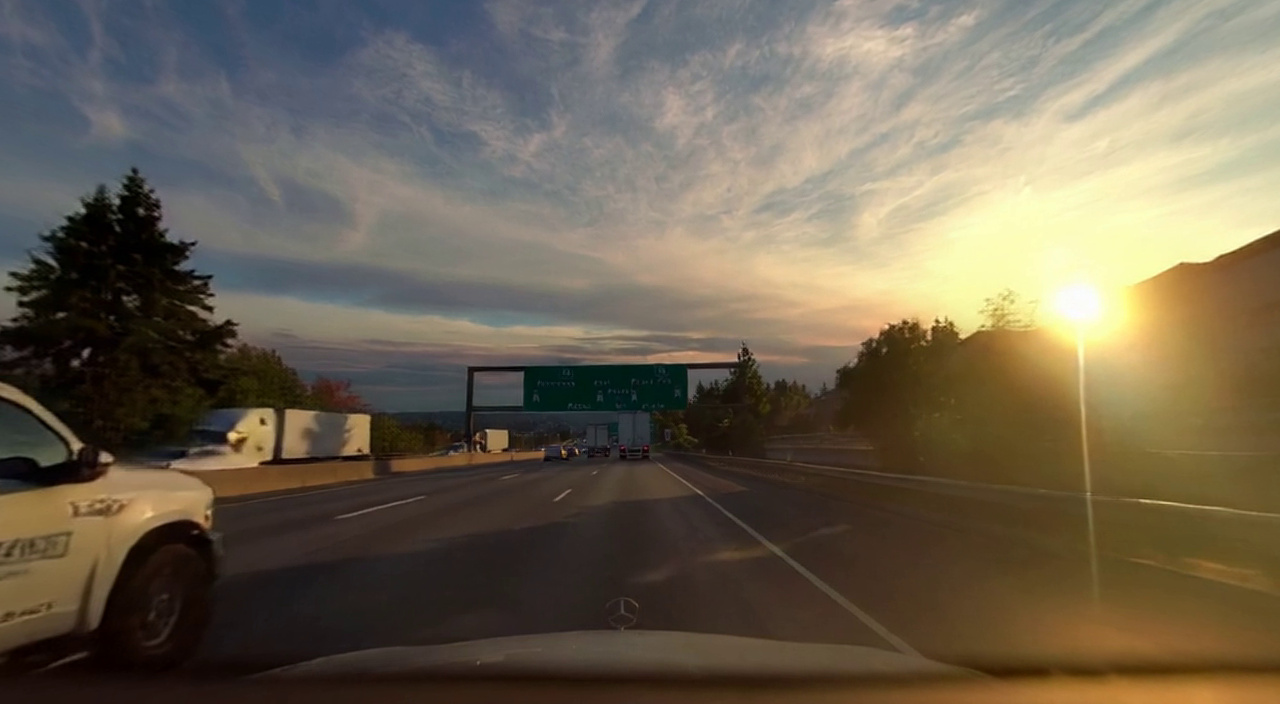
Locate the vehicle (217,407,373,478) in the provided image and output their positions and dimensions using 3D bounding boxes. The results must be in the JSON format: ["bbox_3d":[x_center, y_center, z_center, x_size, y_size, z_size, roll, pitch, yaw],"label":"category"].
[{"bbox_3d":[-23.134,6.280,43.883,2.924,4.080,14.299,0,-8,0],"label":"vehicle"}]

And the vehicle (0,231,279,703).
[{"bbox_3d":[-3.427,0.492,1.568,2.223,2.045,4.798,0,-8,-1],"label":"vehicle"}]
